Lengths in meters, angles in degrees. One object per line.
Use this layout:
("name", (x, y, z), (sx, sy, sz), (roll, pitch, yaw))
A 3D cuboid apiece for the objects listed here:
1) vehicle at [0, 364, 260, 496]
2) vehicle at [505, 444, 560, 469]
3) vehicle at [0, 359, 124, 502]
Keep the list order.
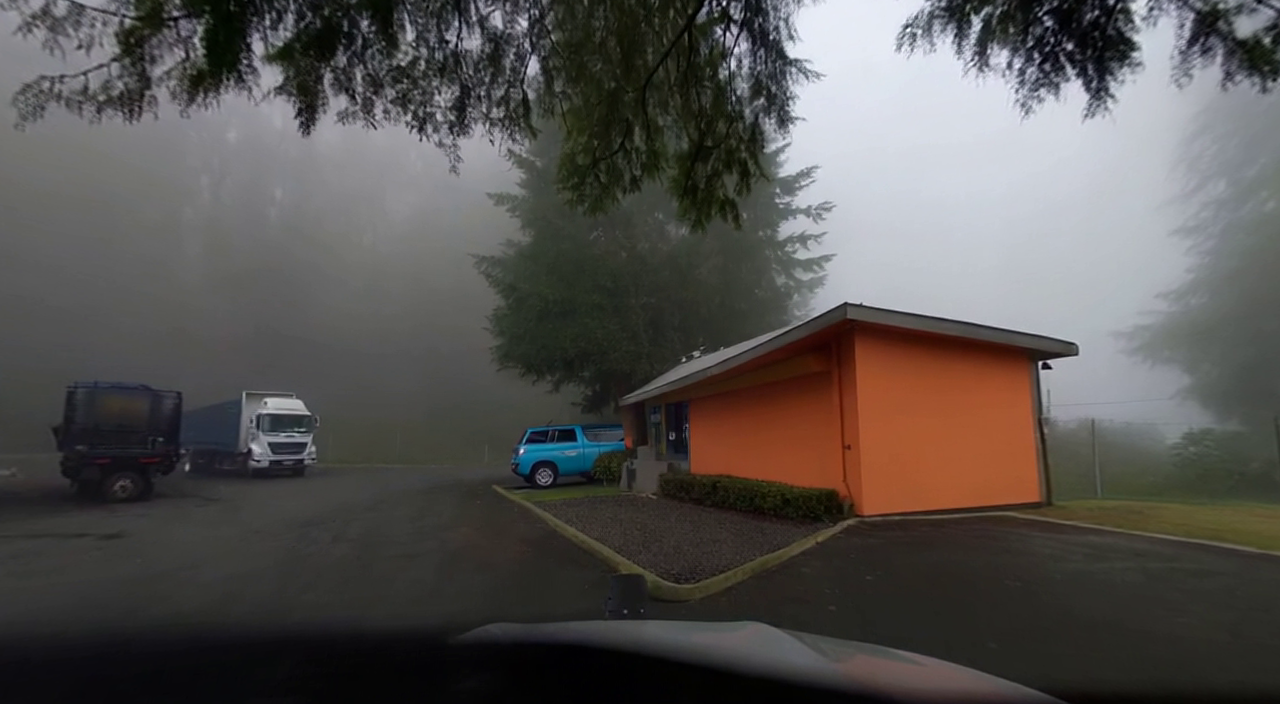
("vehicle", (-19.507, 3.057, 23.711), (11.906, 4.069, 2.948), (-5, -10, 28))
("vehicle", (-6.801, 6.652, 40.156), (1.809, 1.506, 3.473), (-4, -10, 24))
("vehicle", (-21.974, 2.743, 21.011), (11.512, 3.871, 3.038), (-5, -10, 29))
